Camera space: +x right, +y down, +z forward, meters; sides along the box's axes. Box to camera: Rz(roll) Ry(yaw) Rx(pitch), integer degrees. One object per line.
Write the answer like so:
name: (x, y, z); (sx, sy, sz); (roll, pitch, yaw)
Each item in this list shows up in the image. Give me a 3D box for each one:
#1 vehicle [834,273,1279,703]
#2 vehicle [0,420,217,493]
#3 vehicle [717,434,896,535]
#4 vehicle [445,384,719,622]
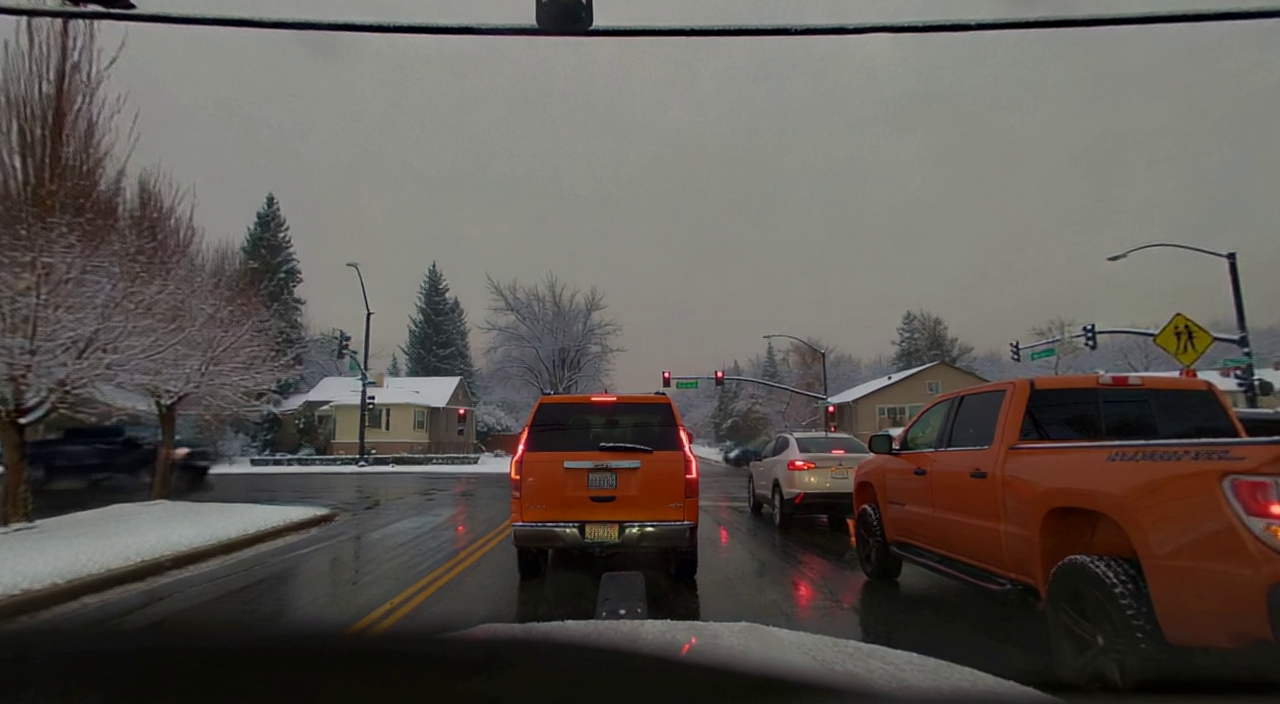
vehicle: (2.977, 0.954, 3.901); (1.886, 1.849, 5.070); (0, -8, -1)
vehicle: (-18.398, 3.497, 21.313); (6.403, 2.287, 2.039); (1, -8, -9)
vehicle: (2.717, 2.270, 11.531); (1.952, 1.465, 4.421); (0, -8, -2)
vehicle: (-0.292, 1.403, 6.670); (1.915, 1.780, 3.379); (-2, -8, 12)
